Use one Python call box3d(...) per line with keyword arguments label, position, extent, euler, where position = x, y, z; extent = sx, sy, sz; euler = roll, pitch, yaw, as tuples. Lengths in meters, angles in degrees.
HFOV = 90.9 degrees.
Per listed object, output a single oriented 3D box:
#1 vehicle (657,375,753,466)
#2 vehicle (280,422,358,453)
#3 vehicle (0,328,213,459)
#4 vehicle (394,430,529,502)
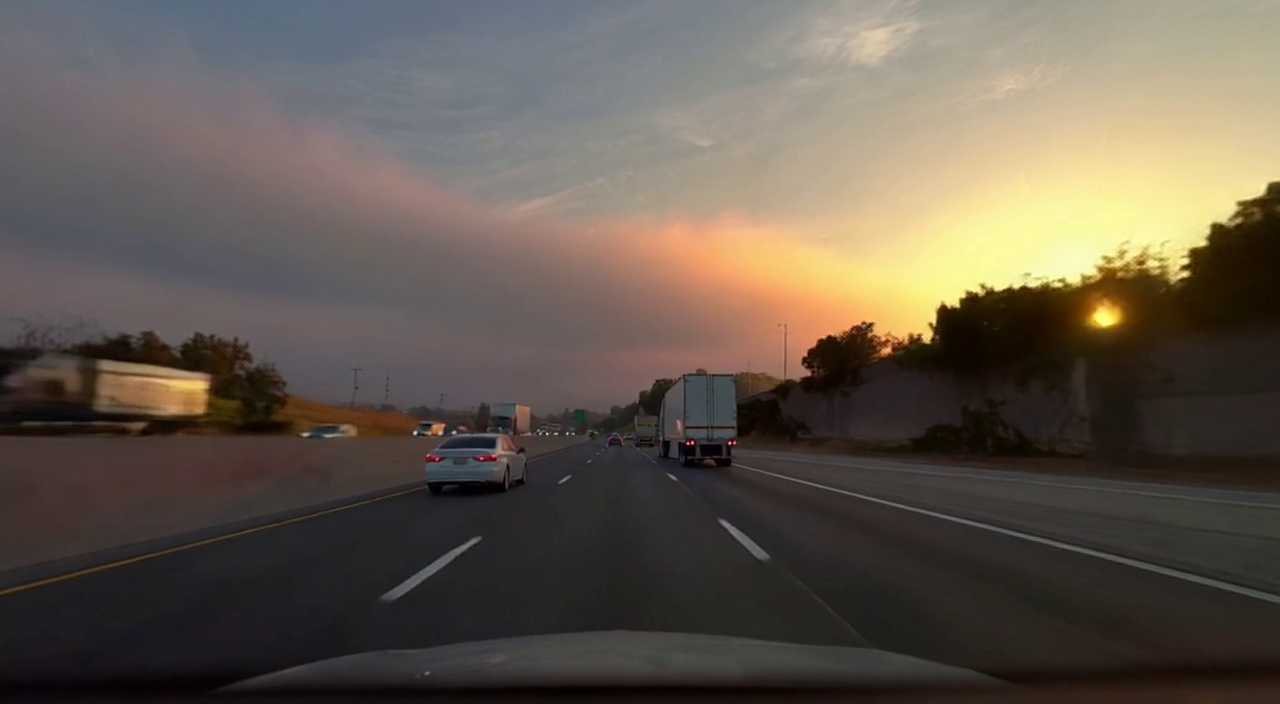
box3d(label="vehicle", position=(3.072, 4.002, 35.250), extent=(3.241, 4.042, 14.292), euler=(0, -8, -3))
box3d(label="vehicle", position=(-16.831, 4.522, 33.309), extent=(1.818, 1.476, 4.577), euler=(0, -8, -1))
box3d(label="vehicle", position=(-20.092, 1.773, 22.475), extent=(2.903, 3.769, 9.823), euler=(0, -8, -1))
box3d(label="vehicle", position=(-4.028, 2.621, 15.075), extent=(1.971, 1.444, 4.401), euler=(0, -8, -1))
